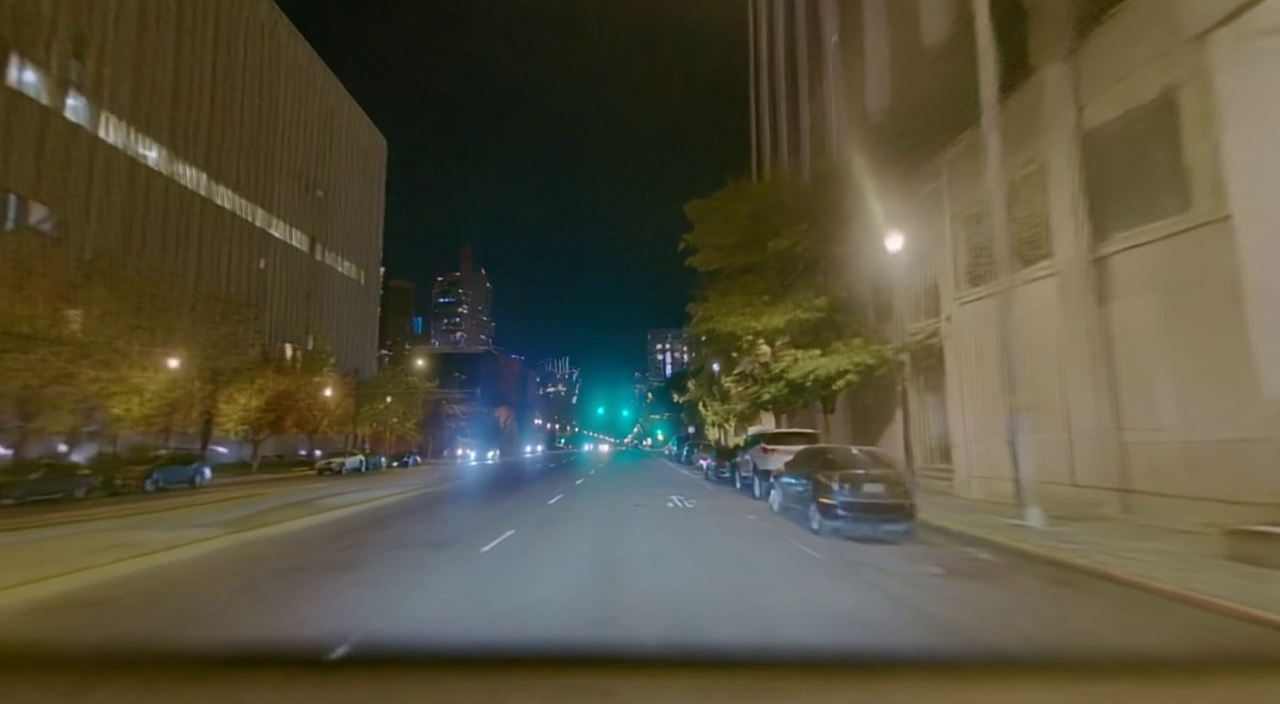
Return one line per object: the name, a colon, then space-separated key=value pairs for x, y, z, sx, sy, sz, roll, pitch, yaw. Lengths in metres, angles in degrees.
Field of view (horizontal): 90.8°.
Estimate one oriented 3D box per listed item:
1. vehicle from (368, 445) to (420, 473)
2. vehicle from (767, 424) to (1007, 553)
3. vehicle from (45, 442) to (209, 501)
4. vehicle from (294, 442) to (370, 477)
vehicle: x=-14.605 y=6.349 z=37.698 sx=1.656 sy=1.488 sz=3.677 roll=0 pitch=-8 yaw=-1
vehicle: x=3.361 y=1.911 z=9.755 sx=1.924 sy=1.492 sz=4.587 roll=-1 pitch=-8 yaw=1
vehicle: x=-18.047 y=4.182 z=22.622 sx=2.007 sy=1.806 sz=4.707 roll=0 pitch=-8 yaw=-2
vehicle: x=-18.319 y=6.371 z=37.922 sx=2.151 sy=1.885 sz=4.979 roll=0 pitch=-8 yaw=-2
